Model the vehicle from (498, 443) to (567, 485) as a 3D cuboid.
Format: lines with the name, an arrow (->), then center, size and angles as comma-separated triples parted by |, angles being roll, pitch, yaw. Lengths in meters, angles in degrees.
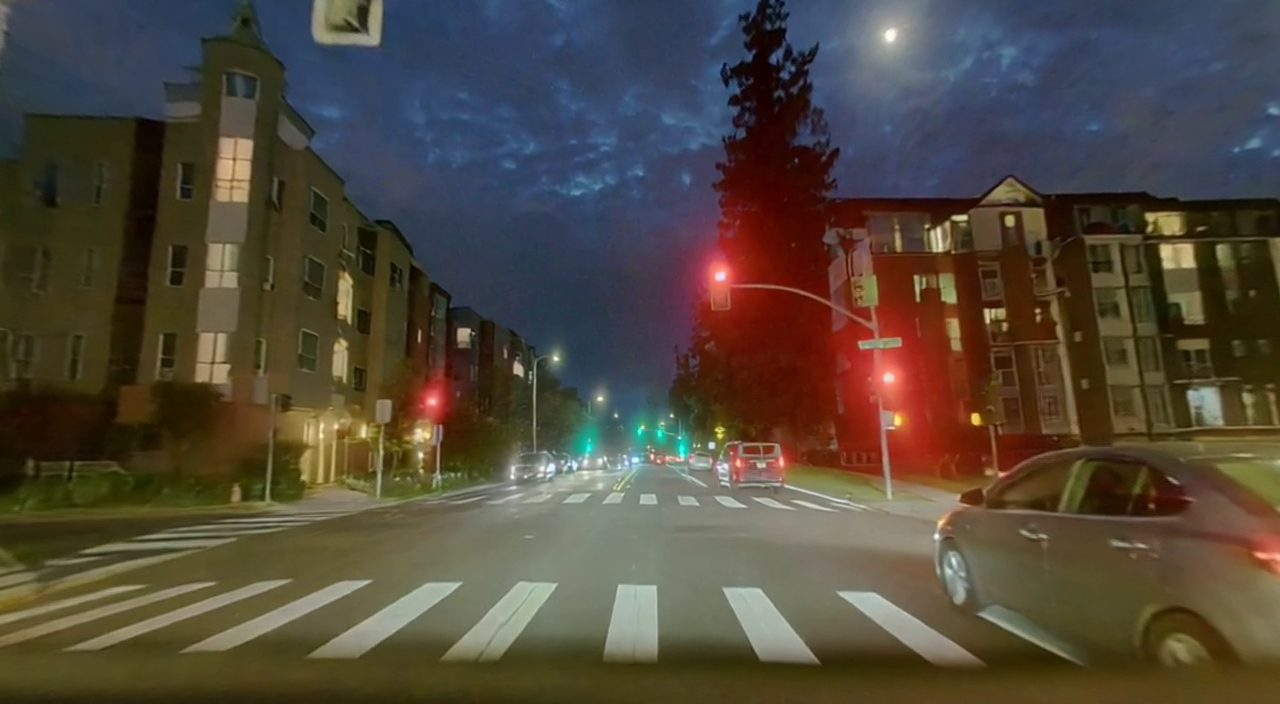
vehicle -> -5.316, 5.632, 32.120 | 2.350, 1.929, 5.772 | 0, -9, 1

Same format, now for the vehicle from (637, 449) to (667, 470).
vehicle -> 0.832, 7.775, 45.790 | 2.097, 1.463, 4.043 | 0, -9, -1

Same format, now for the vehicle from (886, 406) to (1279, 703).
vehicle -> 3.207, 1.082, 3.088 | 2.078, 1.488, 4.741 | 0, -9, 0

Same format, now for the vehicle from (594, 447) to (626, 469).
vehicle -> -2.267, 8.238, 49.109 | 2.148, 1.651, 4.543 | 0, -9, 1

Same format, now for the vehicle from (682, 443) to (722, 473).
vehicle -> 4.025, 6.961, 41.671 | 2.102, 1.818, 4.508 | 0, -9, 0

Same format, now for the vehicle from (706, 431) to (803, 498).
vehicle -> 3.479, 3.531, 20.124 | 2.199, 1.872, 4.513 | 0, -9, 0
